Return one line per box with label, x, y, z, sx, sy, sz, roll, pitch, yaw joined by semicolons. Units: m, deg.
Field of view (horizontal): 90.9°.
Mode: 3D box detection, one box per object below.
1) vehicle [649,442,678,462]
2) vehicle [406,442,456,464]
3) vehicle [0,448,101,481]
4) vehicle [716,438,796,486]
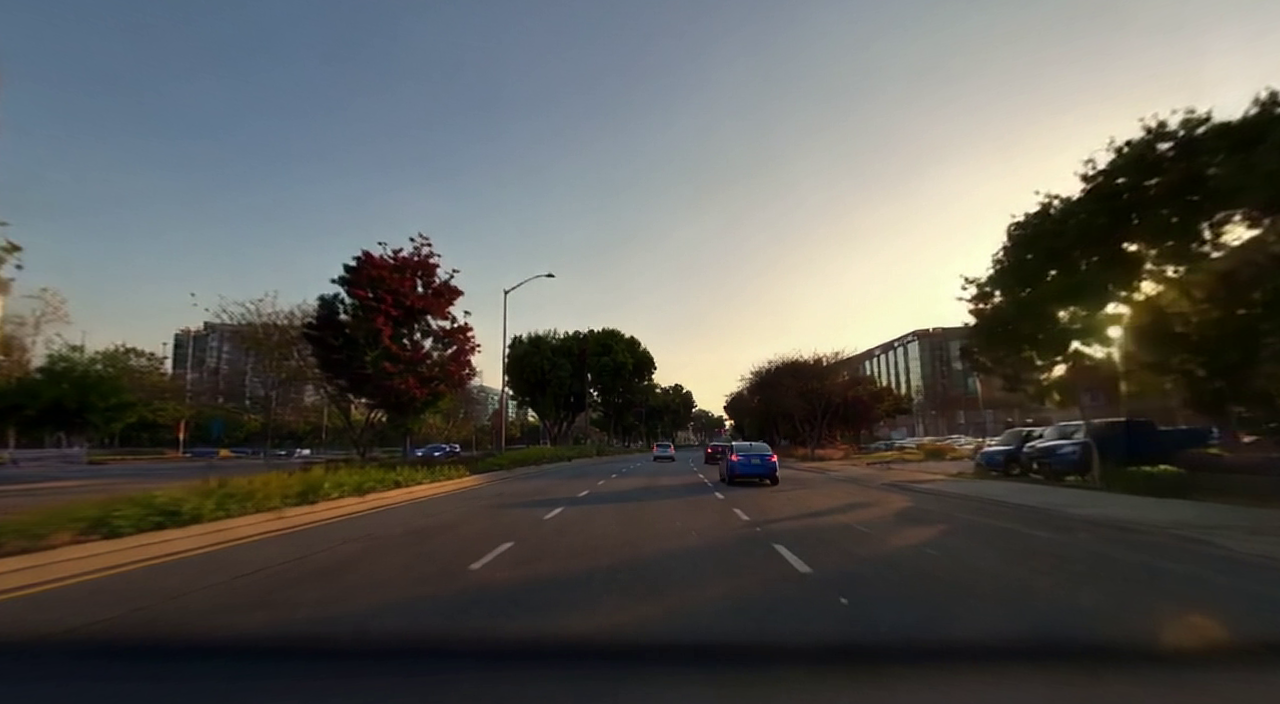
vehicle;1.891;7.871;49.651;2.059;1.477;3.988;-1;-8;5
vehicle;-15.200;7.351;46.063;2.055;1.495;4.772;0;-8;0
vehicle;-27.659;5.074;28.575;4.456;1.428;1.950;1;-8;-6
vehicle;3.941;3.807;22.149;1.981;1.499;4.536;0;-8;0
